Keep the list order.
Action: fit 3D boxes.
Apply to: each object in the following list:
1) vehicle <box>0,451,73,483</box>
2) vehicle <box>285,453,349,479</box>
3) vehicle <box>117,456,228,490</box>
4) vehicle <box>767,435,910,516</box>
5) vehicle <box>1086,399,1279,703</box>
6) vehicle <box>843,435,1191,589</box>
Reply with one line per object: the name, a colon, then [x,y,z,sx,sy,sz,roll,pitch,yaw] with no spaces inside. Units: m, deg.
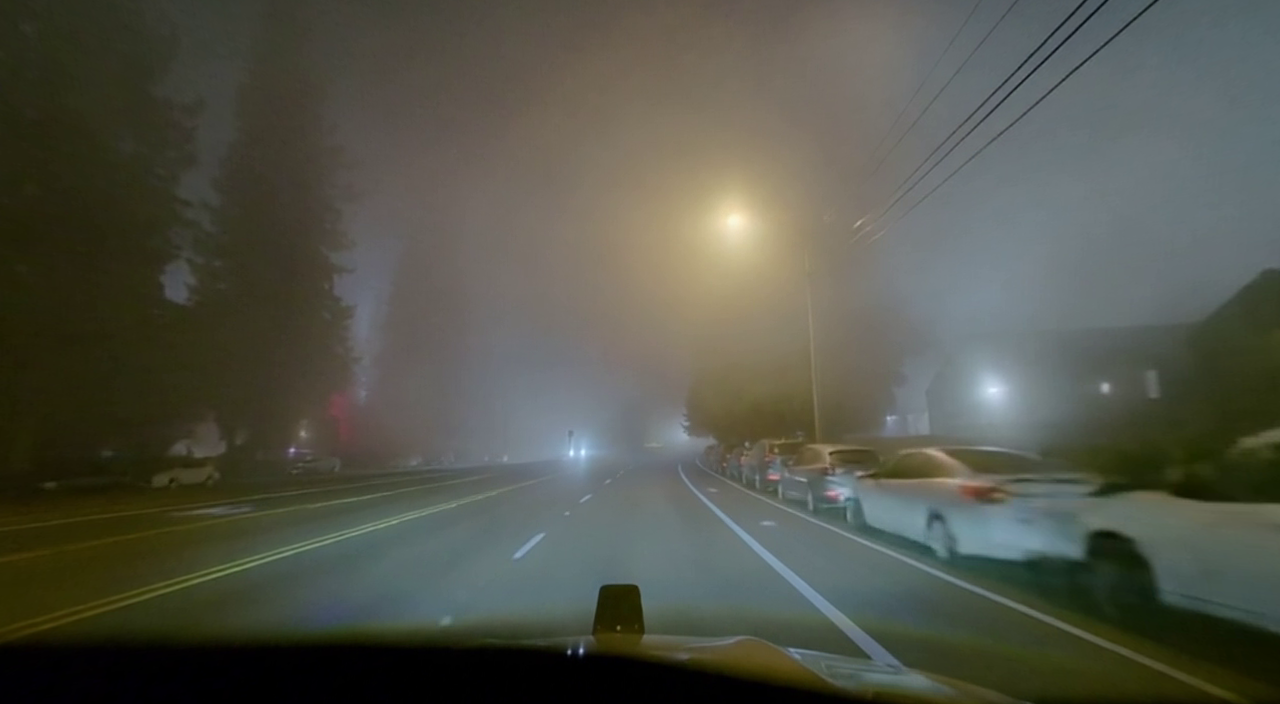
vehicle: [-33.682,6.161,34.064,4.374,1.649,1.943,-1,-9,2]
vehicle: [-22.913,8.070,45.016,1.950,1.466,4.728,-2,-7,2]
vehicle: [-23.379,6.060,31.861,1.915,1.492,4.565,-1,-9,4]
vehicle: [4.339,2.756,14.645,1.794,1.560,4.429,0,-9,-1]
vehicle: [4.230,0.922,2.515,1.876,1.578,4.323,-1,-9,3]
vehicle: [4.346,1.871,8.332,1.788,1.452,4.424,0,-9,-1]
